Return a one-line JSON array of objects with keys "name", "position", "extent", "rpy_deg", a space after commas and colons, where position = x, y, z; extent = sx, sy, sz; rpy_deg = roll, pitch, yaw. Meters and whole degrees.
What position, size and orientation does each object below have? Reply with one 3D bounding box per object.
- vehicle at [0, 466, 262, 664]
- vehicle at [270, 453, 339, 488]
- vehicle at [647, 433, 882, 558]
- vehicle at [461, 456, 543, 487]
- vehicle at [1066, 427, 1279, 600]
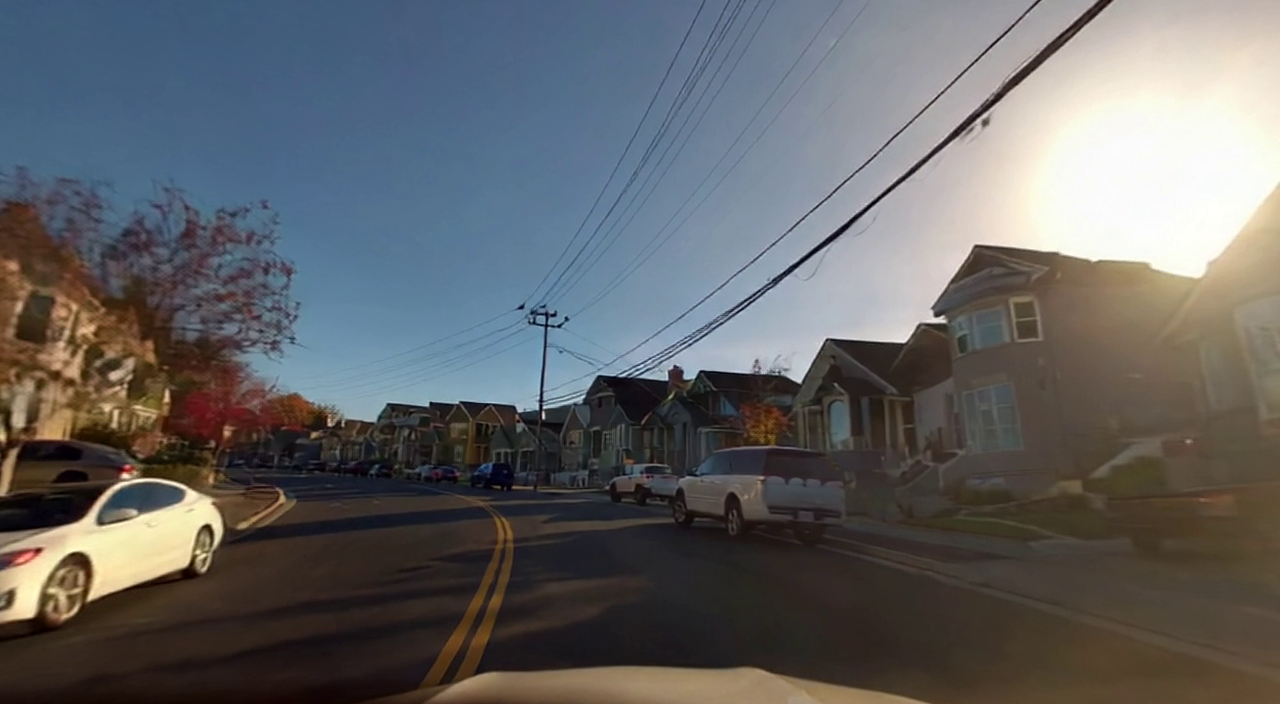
[{"name": "vehicle", "position": [-6.541, 2.099, 7.145], "extent": [2.197, 1.462, 4.524], "rpy_deg": [1, -9, -8]}, {"name": "vehicle", "position": [-15.558, 5.407, 29.182], "extent": [1.930, 1.451, 4.338], "rpy_deg": [7, -11, -38]}, {"name": "vehicle", "position": [2.139, 2.755, 12.921], "extent": [2.449, 1.869, 5.504], "rpy_deg": [7, -10, -15]}, {"name": "vehicle", "position": [-10.230, 8.902, 46.958], "extent": [5.523, 2.018, 2.216], "rpy_deg": [9, -18, -38]}, {"name": "vehicle", "position": [8.280, 1.871, 7.994], "extent": [4.386, 1.734, 2.199], "rpy_deg": [2, -9, -11]}]
